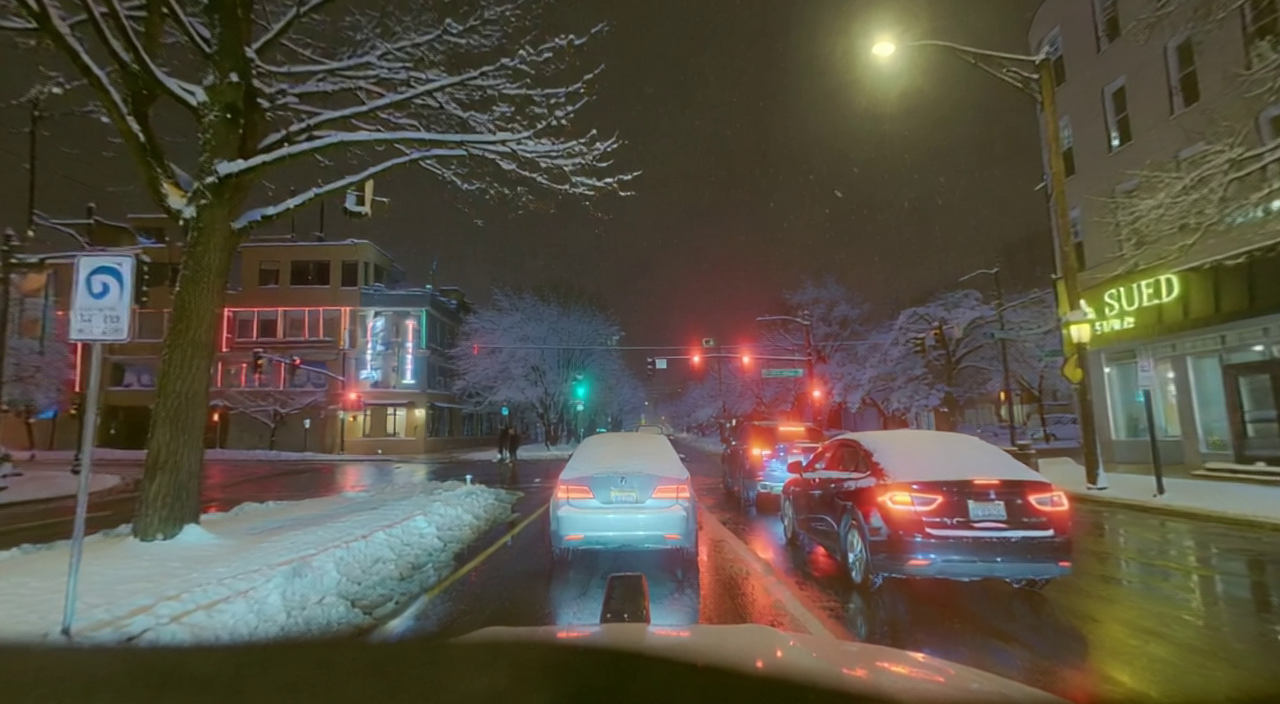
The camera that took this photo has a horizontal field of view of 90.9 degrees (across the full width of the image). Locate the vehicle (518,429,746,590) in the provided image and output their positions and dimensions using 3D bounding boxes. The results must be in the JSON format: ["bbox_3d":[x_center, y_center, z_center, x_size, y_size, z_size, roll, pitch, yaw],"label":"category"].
[{"bbox_3d":[-0.090,1.757,7.928,2.087,1.456,4.143,0,-8,0],"label":"vehicle"}]

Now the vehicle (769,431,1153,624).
[{"bbox_3d":[2.907,1.654,7.002,1.893,1.446,4.270,0,-8,-2],"label":"vehicle"}]
